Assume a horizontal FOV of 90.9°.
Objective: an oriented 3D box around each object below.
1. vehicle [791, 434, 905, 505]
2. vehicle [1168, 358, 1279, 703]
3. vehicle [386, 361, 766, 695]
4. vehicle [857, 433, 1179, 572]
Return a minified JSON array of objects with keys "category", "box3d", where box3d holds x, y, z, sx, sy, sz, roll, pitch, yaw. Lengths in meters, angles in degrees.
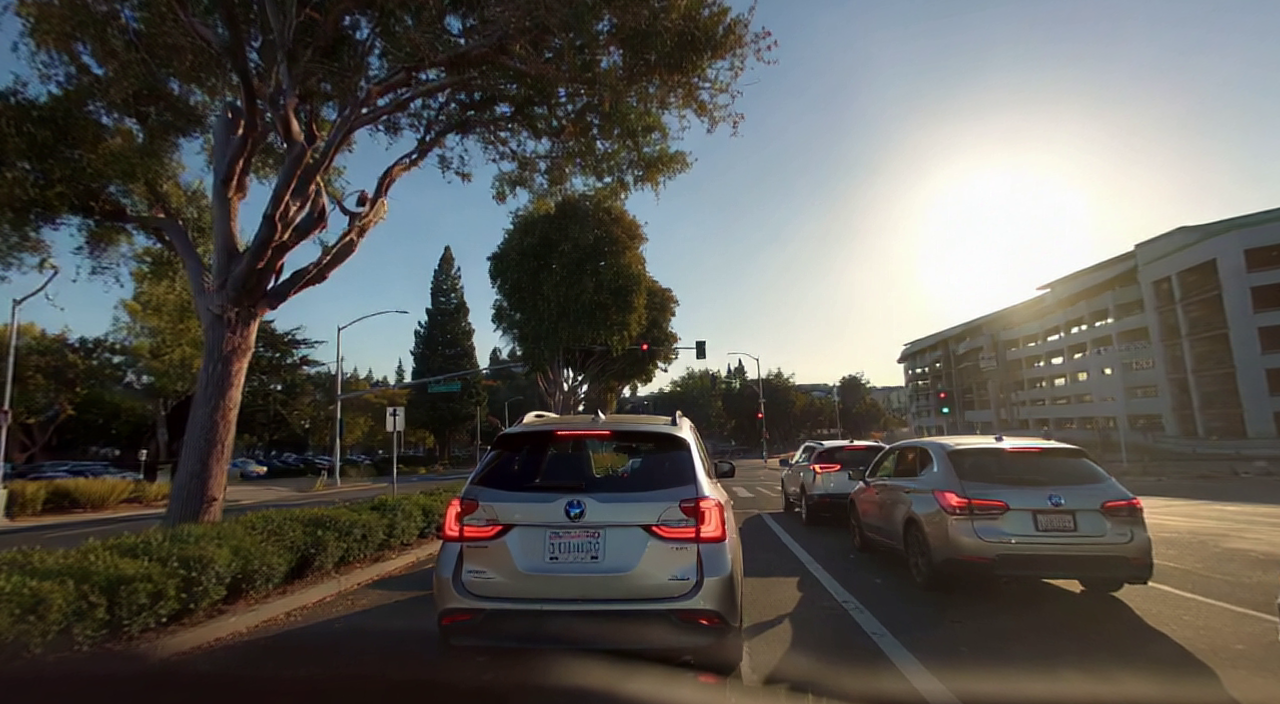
[{"category":"vehicle","box3d":[5.319,3.034,16.733,1.994,1.638,4.100,-1,-9,6]},{"category":"vehicle","box3d":[4.057,0.609,1.115,1.993,1.719,4.953,0,-8,1]},{"category":"vehicle","box3d":[-0.215,1.237,5.565,2.021,1.742,4.295,-1,-8,4]},{"category":"vehicle","box3d":[4.894,1.973,9.171,1.963,1.480,4.553,0,-8,2]}]
